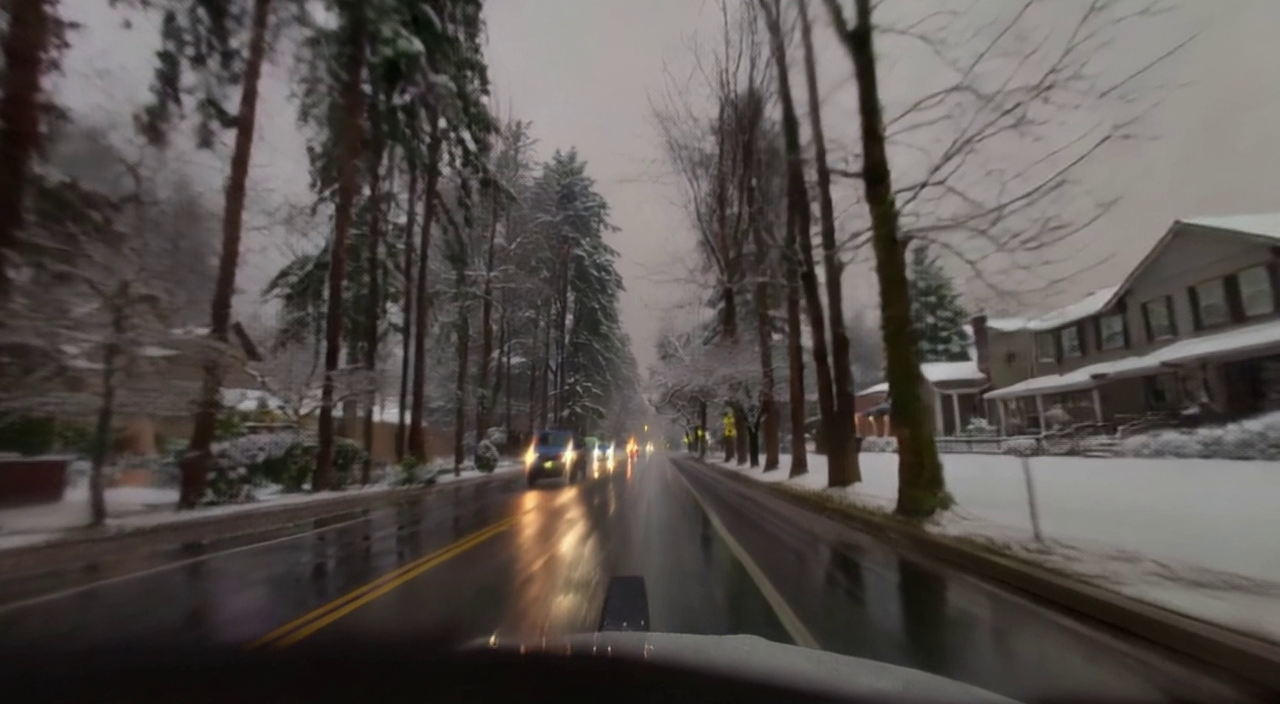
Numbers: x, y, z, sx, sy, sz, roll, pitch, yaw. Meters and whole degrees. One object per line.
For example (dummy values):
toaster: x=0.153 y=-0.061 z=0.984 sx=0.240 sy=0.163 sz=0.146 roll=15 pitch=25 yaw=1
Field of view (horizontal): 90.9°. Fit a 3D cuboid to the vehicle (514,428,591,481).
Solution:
vehicle: x=-3.689 y=4.498 z=27.937 sx=2.417 sy=2.088 sz=5.780 roll=0 pitch=-9 yaw=2
